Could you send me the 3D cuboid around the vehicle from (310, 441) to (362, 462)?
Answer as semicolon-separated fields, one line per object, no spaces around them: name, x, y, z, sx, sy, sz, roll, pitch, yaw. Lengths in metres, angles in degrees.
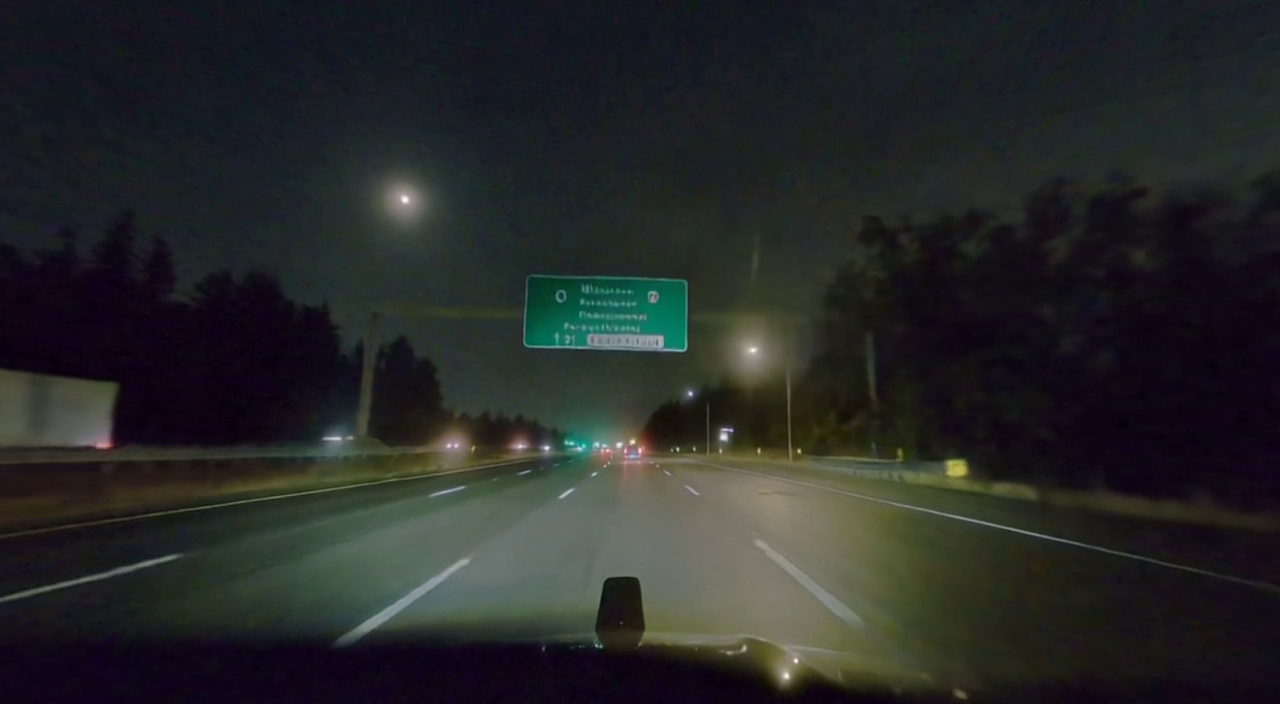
vehicle;-21.632;7.109;45.041;1.752;1.424;3.932;0;-9;-1
